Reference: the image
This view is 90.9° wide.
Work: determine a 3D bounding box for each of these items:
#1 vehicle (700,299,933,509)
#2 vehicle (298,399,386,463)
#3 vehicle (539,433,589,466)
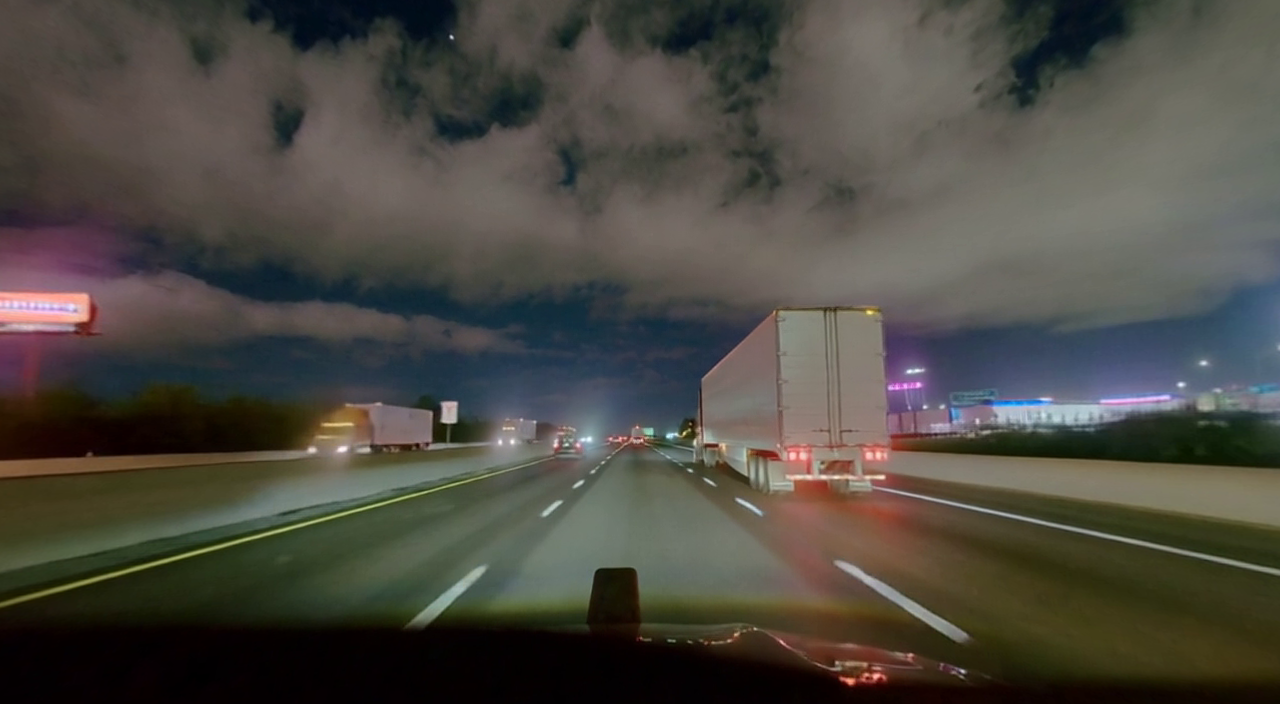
[{"bbox_3d":[3.705,1.651,17.081,2.871,3.815,11.331,0,-8,-1],"label":"vehicle"},{"bbox_3d":[-20.226,5.440,43.203,2.922,4.023,6.171,0,-8,0],"label":"vehicle"},{"bbox_3d":[-3.563,4.626,30.153,1.930,1.484,3.849,0,-8,-1],"label":"vehicle"}]
